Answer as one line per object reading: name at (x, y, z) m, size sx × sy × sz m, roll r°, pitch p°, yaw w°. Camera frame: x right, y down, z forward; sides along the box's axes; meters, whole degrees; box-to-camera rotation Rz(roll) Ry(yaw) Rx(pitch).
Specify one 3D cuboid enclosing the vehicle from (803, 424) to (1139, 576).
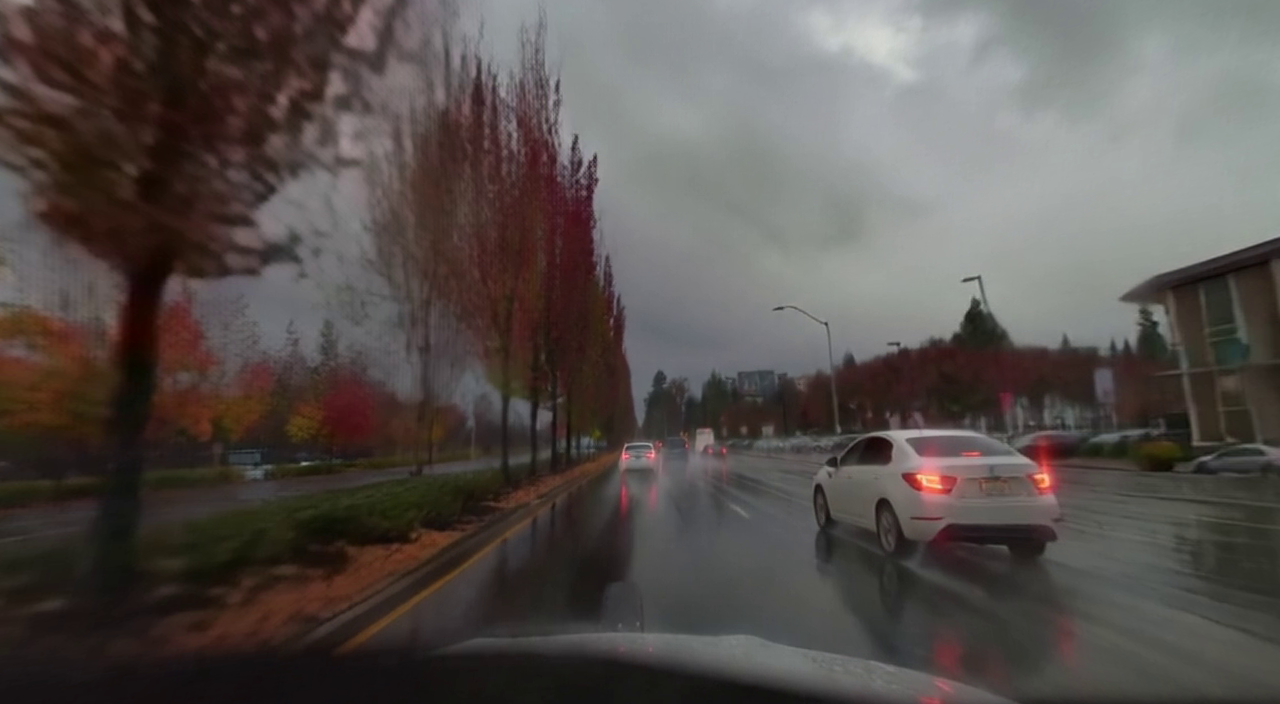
vehicle at (3.828, 1.782, 8.442) m, size 2.094 × 1.480 × 4.323 m, roll 0°, pitch -9°, yaw -1°

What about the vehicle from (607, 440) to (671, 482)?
vehicle at (-0.085, 4.236, 24.926) m, size 2.289 × 1.471 × 4.477 m, roll 0°, pitch -8°, yaw -2°

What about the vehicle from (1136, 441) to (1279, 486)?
vehicle at (21.051, 3.980, 22.960) m, size 1.893 × 1.445 × 4.947 m, roll 0°, pitch -8°, yaw -2°
